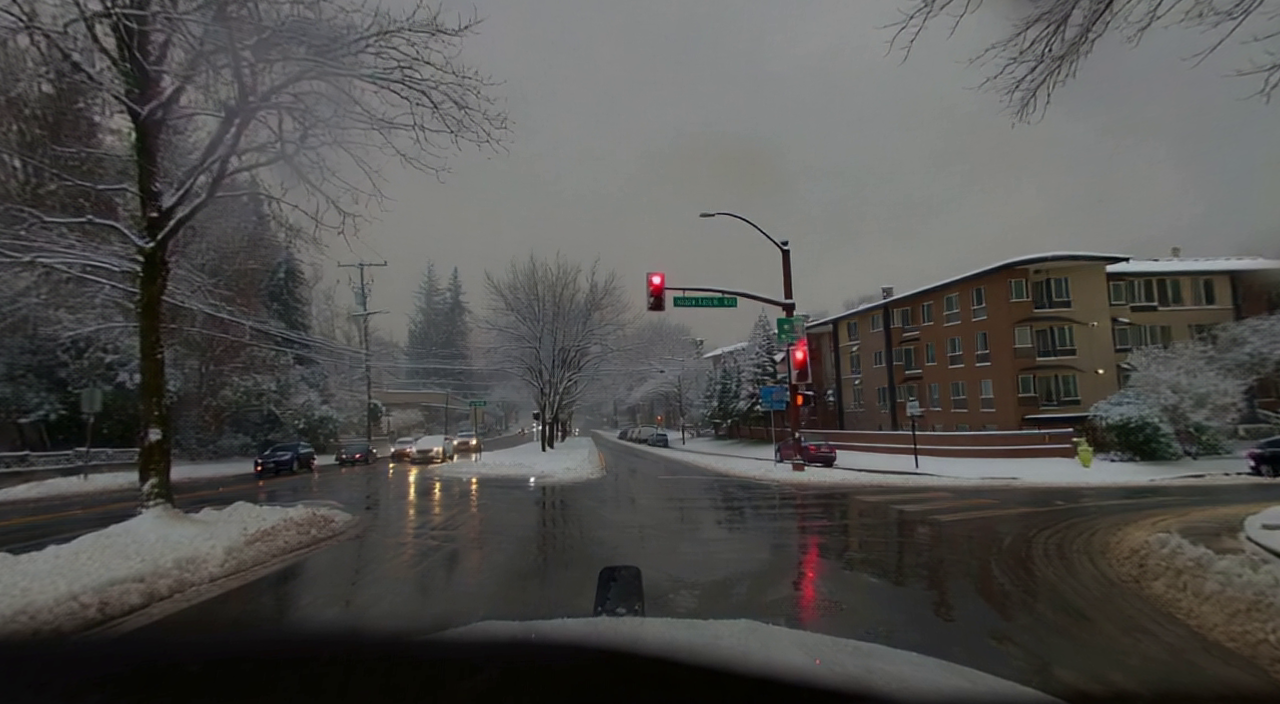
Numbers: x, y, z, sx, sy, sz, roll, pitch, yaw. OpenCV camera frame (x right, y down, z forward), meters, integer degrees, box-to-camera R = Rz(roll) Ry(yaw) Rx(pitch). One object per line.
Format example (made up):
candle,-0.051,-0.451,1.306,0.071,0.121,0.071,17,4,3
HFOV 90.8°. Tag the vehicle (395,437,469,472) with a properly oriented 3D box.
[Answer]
vehicle,-9.673,4.800,29.788,2.116,1.521,4.294,0,-9,-1

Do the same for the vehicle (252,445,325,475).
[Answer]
vehicle,-21.079,6.468,38.095,1.981,1.628,4.336,0,-9,-1

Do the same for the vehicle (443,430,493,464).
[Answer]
vehicle,-9.783,5.453,36.177,1.910,1.818,4.057,0,-9,-3
